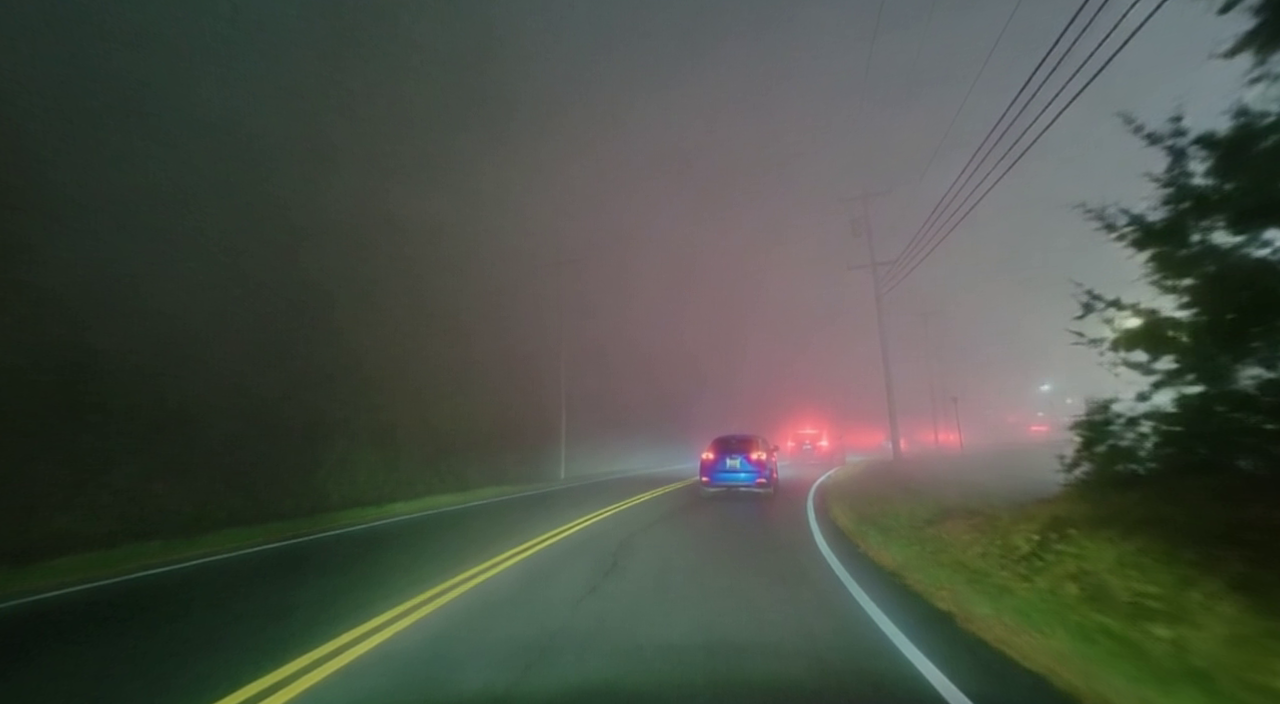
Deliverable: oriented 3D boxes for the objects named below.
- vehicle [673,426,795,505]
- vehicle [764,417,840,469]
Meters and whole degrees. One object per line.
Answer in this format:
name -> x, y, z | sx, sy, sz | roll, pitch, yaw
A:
vehicle -> 2.375, 2.609, 14.922 | 2.157, 1.565, 4.243 | -3, -9, 18
vehicle -> 7.703, 4.282, 29.440 | 2.376, 2.145, 5.953 | -4, -9, 24
